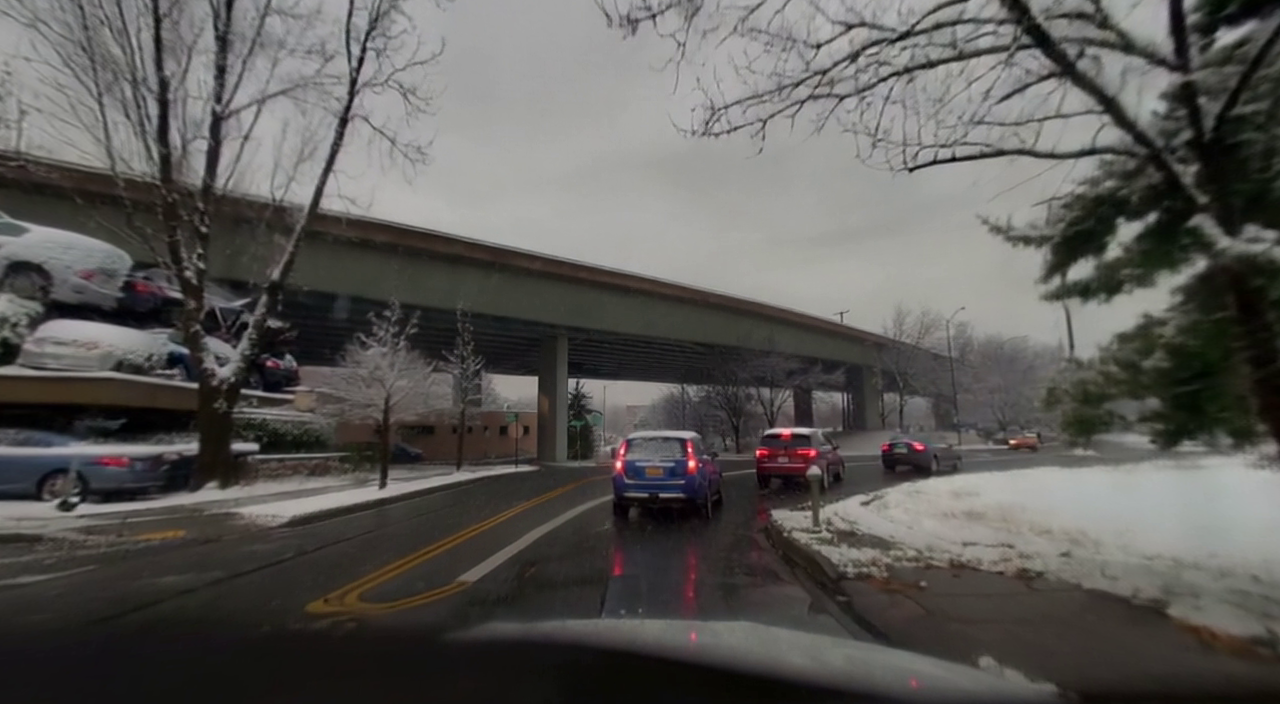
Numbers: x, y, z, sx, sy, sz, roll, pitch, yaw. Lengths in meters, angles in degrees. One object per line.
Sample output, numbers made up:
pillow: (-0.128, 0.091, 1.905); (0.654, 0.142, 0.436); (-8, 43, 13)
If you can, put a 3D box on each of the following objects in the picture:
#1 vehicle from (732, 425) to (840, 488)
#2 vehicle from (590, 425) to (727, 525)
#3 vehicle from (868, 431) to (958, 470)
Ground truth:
vehicle: (5.120, 3.508, 21.677); (2.241, 1.885, 4.771); (-4, -9, 31)
vehicle: (0.595, 2.320, 12.535); (2.087, 1.578, 4.652); (-2, -9, 9)
vehicle: (13.442, 4.826, 31.039); (4.310, 1.762, 1.995); (6, -10, -34)
